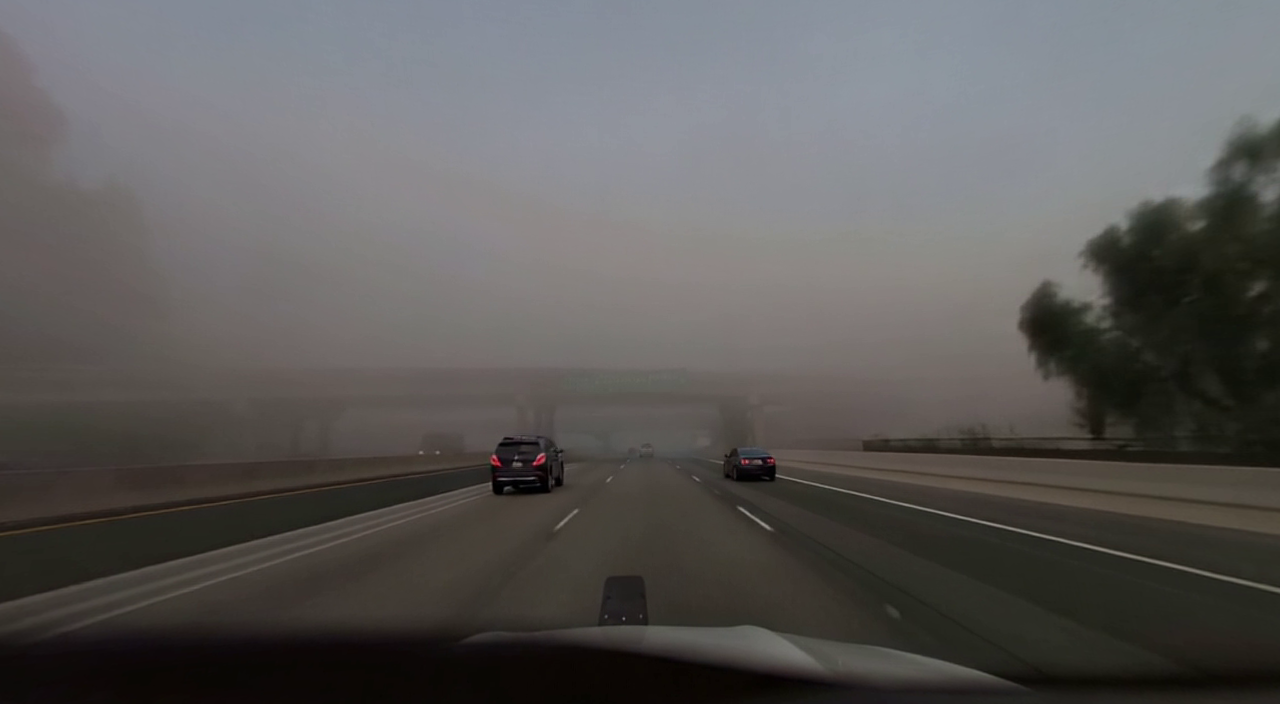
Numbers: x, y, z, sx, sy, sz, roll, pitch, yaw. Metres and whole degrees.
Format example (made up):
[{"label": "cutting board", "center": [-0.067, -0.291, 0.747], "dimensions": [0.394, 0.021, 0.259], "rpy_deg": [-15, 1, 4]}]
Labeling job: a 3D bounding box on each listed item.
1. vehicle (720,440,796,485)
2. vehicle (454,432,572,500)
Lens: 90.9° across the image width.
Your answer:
[{"label": "vehicle", "center": [4.235, 4.032, 23.289], "dimensions": [1.908, 1.483, 4.259], "rpy_deg": [0, -8, -1]}, {"label": "vehicle", "center": [-3.489, 3.254, 18.441], "dimensions": [2.259, 1.706, 4.924], "rpy_deg": [0, -8, 2]}]
